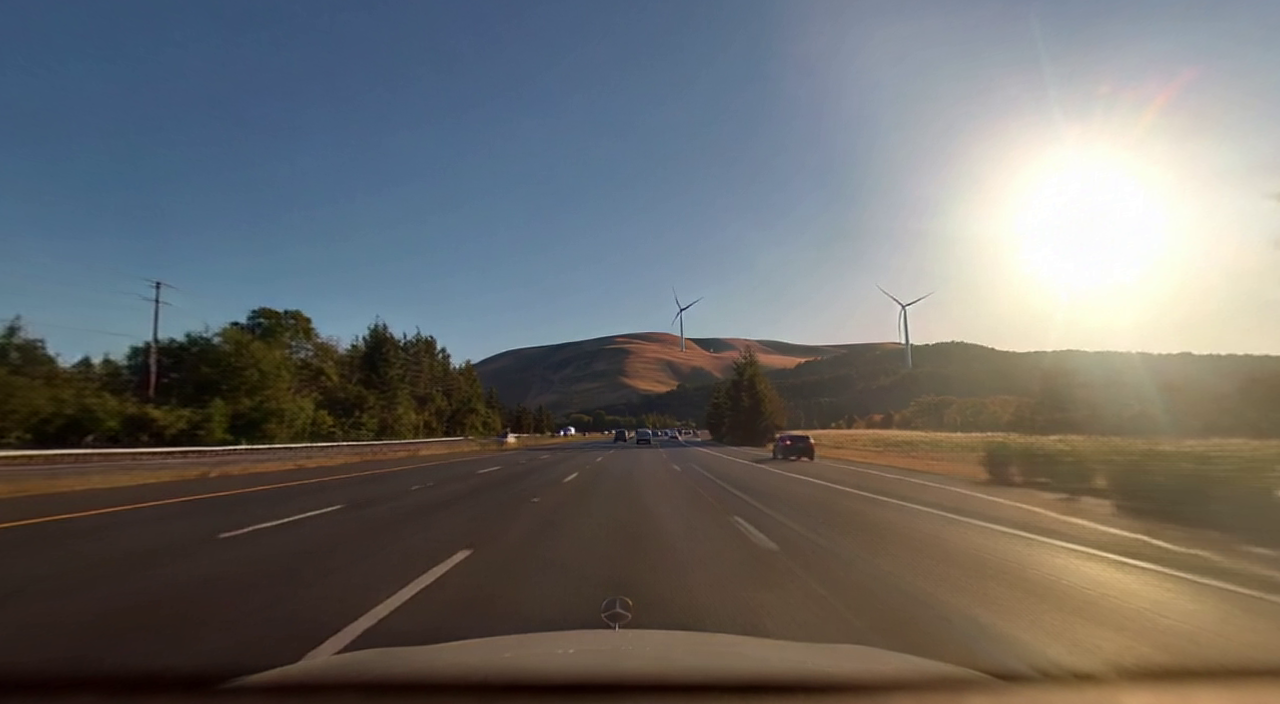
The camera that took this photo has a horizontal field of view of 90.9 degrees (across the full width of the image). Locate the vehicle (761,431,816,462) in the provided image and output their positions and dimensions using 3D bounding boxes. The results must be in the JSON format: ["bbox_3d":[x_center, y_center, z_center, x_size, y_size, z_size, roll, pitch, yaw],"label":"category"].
[{"bbox_3d":[7.843,5.017,33.602,1.926,1.559,2.968,1,-8,-6],"label":"vehicle"}]
